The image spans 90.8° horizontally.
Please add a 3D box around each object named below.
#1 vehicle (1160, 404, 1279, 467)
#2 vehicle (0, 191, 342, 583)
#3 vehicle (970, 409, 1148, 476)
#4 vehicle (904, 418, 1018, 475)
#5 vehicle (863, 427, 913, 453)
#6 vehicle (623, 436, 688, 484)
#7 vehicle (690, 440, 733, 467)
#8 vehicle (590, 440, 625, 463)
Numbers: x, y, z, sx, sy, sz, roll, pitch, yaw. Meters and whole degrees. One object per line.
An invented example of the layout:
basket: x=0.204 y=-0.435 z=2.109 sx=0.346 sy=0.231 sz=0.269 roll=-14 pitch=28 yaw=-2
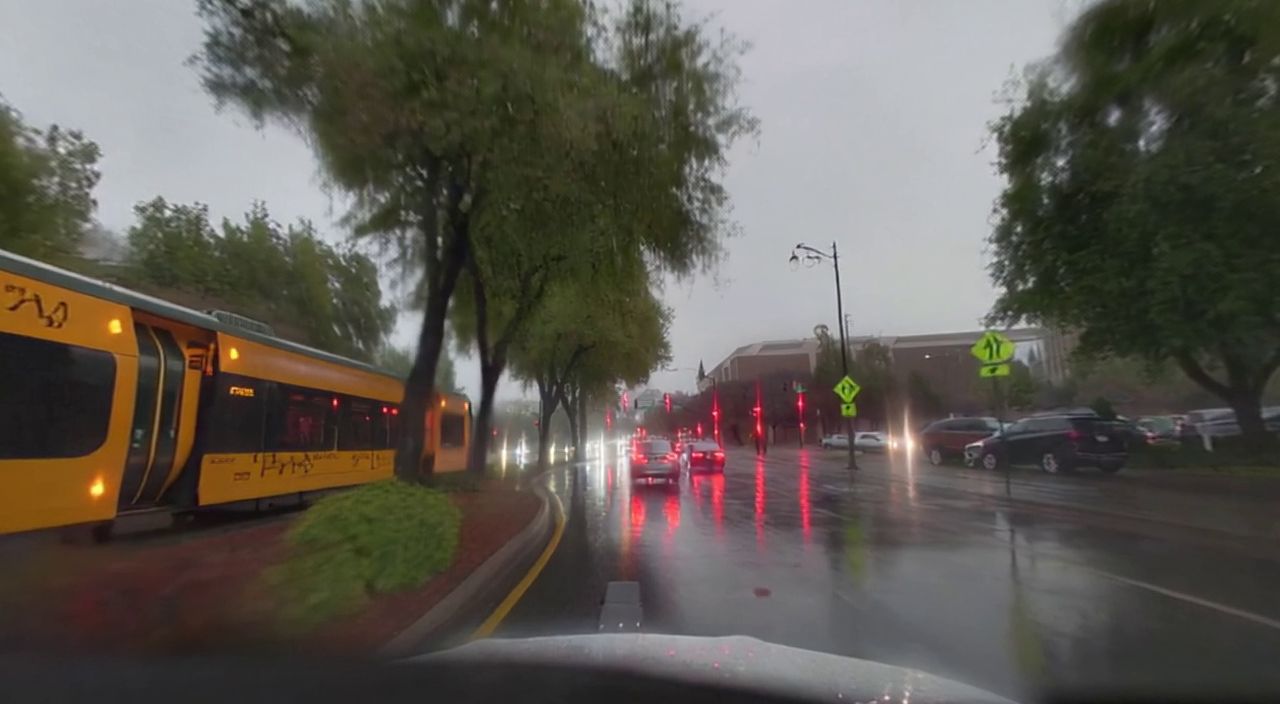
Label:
vehicle: x=19.813 y=2.638 z=19.859 sx=2.159 sy=1.817 sz=5.675 roll=0 pitch=-8 yaw=1
vehicle: x=-7.544 y=0.309 z=5.831 sx=2.897 sy=3.700 sz=13.528 roll=0 pitch=-7 yaw=1
vehicle: x=13.592 y=3.022 z=21.093 sx=2.145 sy=1.911 sz=5.581 roll=0 pitch=-8 yaw=0
vehicle: x=13.775 y=4.001 z=27.637 sx=2.221 sy=2.116 sz=5.535 roll=1 pitch=-6 yaw=1
vehicle: x=19.372 y=6.951 z=49.628 sx=2.116 sy=1.937 sz=4.515 roll=0 pitch=-8 yaw=1
vehicle: x=0.501 y=3.634 z=21.628 sx=2.002 sy=1.471 sz=4.337 roll=0 pitch=-8 yaw=0
vehicle: x=3.998 y=5.750 z=35.954 sx=1.944 sy=1.447 sz=4.392 roll=0 pitch=-8 yaw=0
vehicle: x=-2.126 y=6.642 z=42.323 sx=2.118 sy=1.478 sz=4.076 roll=0 pitch=-8 yaw=1
